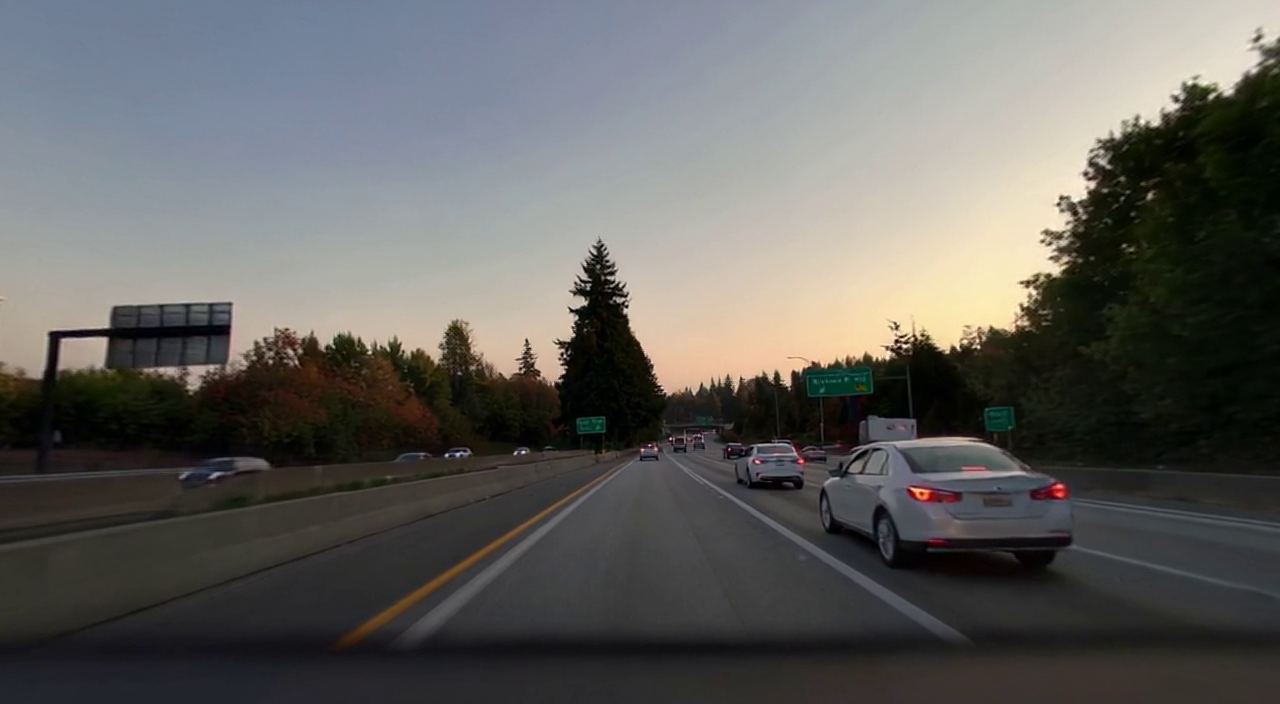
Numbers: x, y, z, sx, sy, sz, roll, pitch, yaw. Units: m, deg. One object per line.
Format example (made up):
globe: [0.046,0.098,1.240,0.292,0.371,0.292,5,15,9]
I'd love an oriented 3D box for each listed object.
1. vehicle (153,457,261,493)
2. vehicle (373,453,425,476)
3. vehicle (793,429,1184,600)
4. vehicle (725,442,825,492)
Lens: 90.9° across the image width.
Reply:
vehicle: [-20.380,5.794,29.941,1.849,1.463,4.477,0,-8,2]
vehicle: [-16.617,7.746,43.704,1.839,1.442,4.392,0,-8,0]
vehicle: [3.619,1.768,7.901,2.198,1.467,4.675,0,-8,-1]
vehicle: [4.342,3.792,21.303,2.223,1.483,5.075,0,-8,-1]
